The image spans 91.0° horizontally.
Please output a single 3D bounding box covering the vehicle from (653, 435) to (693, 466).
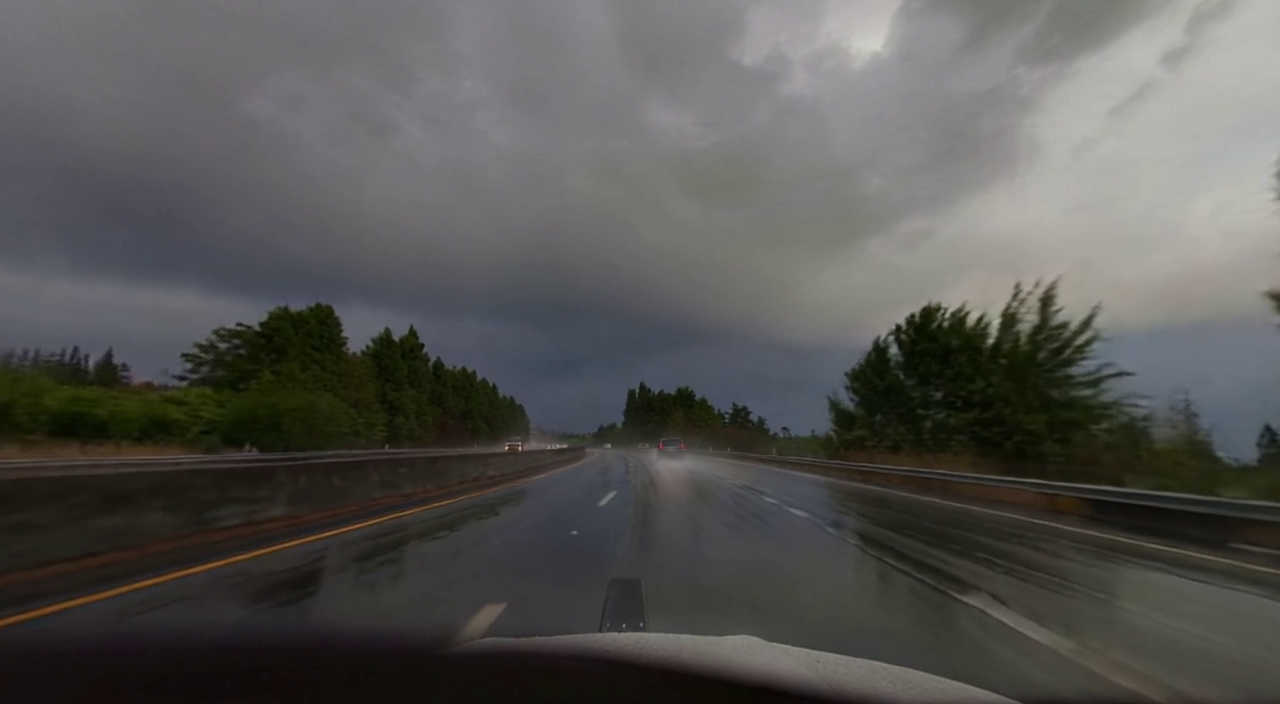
[{"bbox_3d":[1.923,5.870,37.698,2.079,1.729,4.380,0,-8,-1],"label":"vehicle"}]
